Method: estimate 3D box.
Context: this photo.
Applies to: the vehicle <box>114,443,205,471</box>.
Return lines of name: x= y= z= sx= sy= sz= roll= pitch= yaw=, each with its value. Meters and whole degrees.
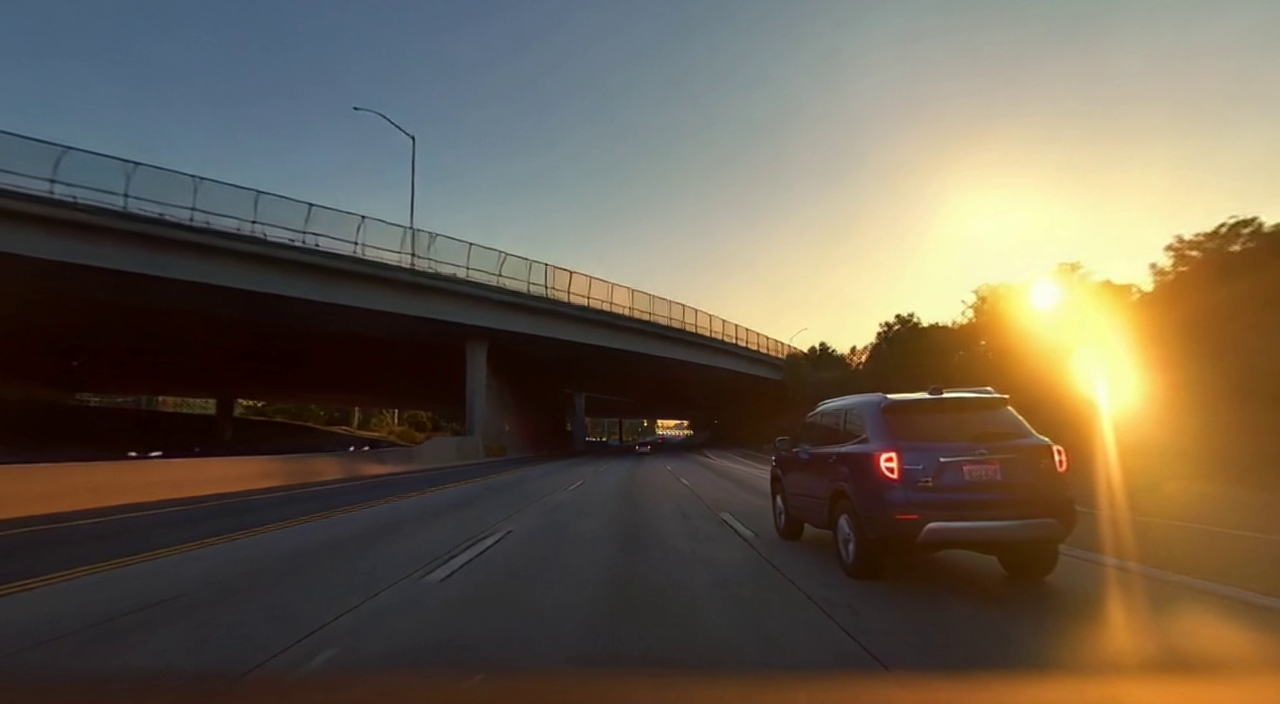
vehicle: x=-27.890 y=6.095 z=36.901 sx=1.896 sy=1.483 sz=4.632 roll=0 pitch=-8 yaw=-4

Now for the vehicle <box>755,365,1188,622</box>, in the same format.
vehicle: x=2.956 y=1.419 z=7.294 sx=2.155 sy=1.918 sz=4.945 roll=0 pitch=-8 yaw=-2
